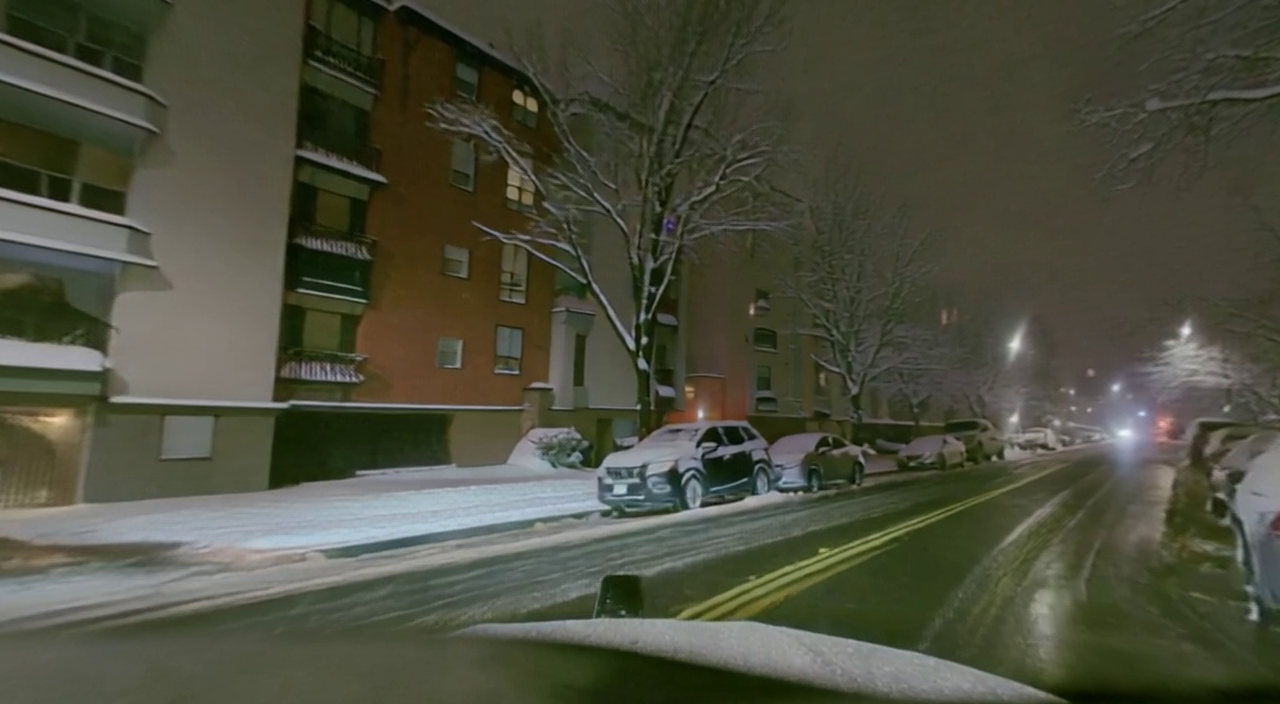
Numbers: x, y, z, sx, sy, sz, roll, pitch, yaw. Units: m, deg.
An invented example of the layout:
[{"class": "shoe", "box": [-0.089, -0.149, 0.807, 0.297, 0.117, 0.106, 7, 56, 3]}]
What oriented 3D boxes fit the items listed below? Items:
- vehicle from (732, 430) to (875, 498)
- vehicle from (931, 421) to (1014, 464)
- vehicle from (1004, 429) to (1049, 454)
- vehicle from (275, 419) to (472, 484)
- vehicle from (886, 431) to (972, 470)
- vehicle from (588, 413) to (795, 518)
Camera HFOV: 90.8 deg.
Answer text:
[{"class": "vehicle", "box": [4.471, 2.847, 16.768, 1.902, 1.478, 4.696, -7, -9, 37]}, {"class": "vehicle", "box": [16.173, 4.326, 30.526, 2.229, 1.869, 5.791, -8, -10, 39]}, {"class": "vehicle", "box": [25.387, 5.862, 41.403, 1.939, 1.513, 4.401, -6, -10, 38]}, {"class": "vehicle", "box": [-6.760, 2.573, 16.713, 1.812, 1.458, 4.714, -3, -8, 26]}, {"class": "vehicle", "box": [11.870, 3.972, 25.786, 1.921, 1.463, 4.313, -7, -10, 41]}, {"class": "vehicle", "box": [1.236, 2.213, 12.964, 1.946, 1.744, 4.584, -6, -10, 38]}]
